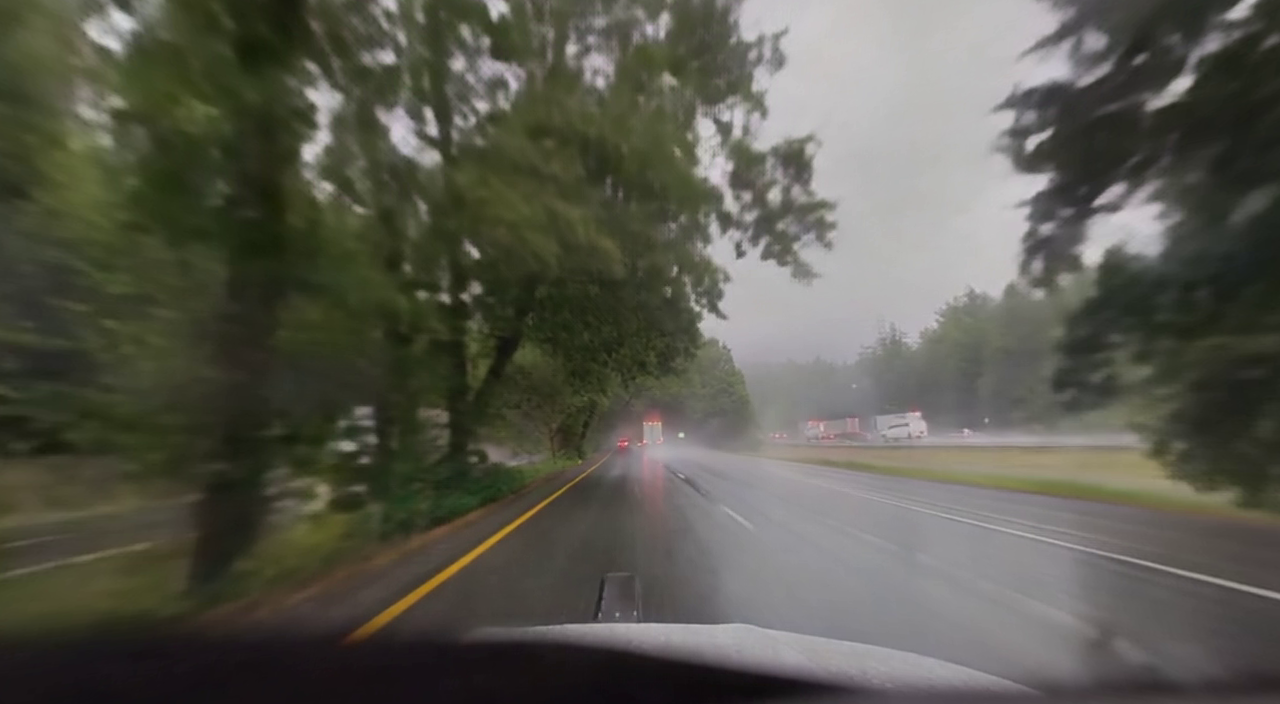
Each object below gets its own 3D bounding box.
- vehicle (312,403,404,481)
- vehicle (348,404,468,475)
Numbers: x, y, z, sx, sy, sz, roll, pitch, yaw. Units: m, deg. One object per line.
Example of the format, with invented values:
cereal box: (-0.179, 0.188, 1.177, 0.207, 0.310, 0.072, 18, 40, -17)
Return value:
vehicle: (-14.008, 4.479, 31.578, 2.988, 3.641, 3.403, 0, -8, -1)
vehicle: (-14.148, 5.576, 40.146, 2.908, 3.776, 13.054, 0, -8, -1)
